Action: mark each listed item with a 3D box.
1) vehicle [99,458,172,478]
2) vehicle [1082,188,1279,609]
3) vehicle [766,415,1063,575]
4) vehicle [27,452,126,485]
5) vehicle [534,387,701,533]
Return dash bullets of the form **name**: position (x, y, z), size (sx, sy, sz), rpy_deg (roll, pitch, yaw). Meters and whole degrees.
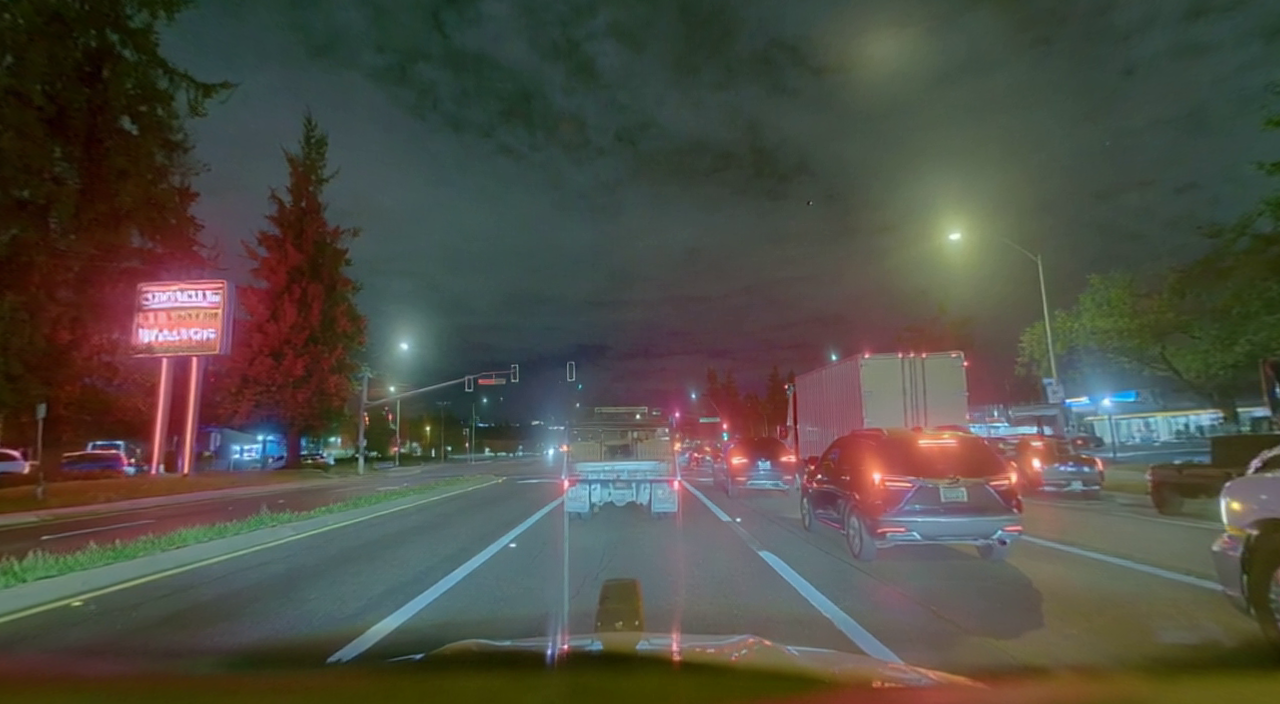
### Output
- **vehicle**: position (-38.193, 8.784, 47.852), size (4.150, 1.474, 1.826), rpy_deg (-1, -9, 7)
- **vehicle**: position (6.521, 0.116, 3.377), size (2.802, 3.322, 7.429), rpy_deg (0, -9, 0)
- **vehicle**: position (3.263, 1.810, 8.904), size (1.905, 1.587, 4.998), rpy_deg (0, -9, 0)
- **vehicle**: position (-28.577, 5.888, 32.196), size (1.730, 1.534, 3.922), rpy_deg (1, -9, -7)
- **vehicle**: position (-0.370, 2.005, 12.131), size (2.499, 2.183, 5.111), rpy_deg (0, -9, -1)
